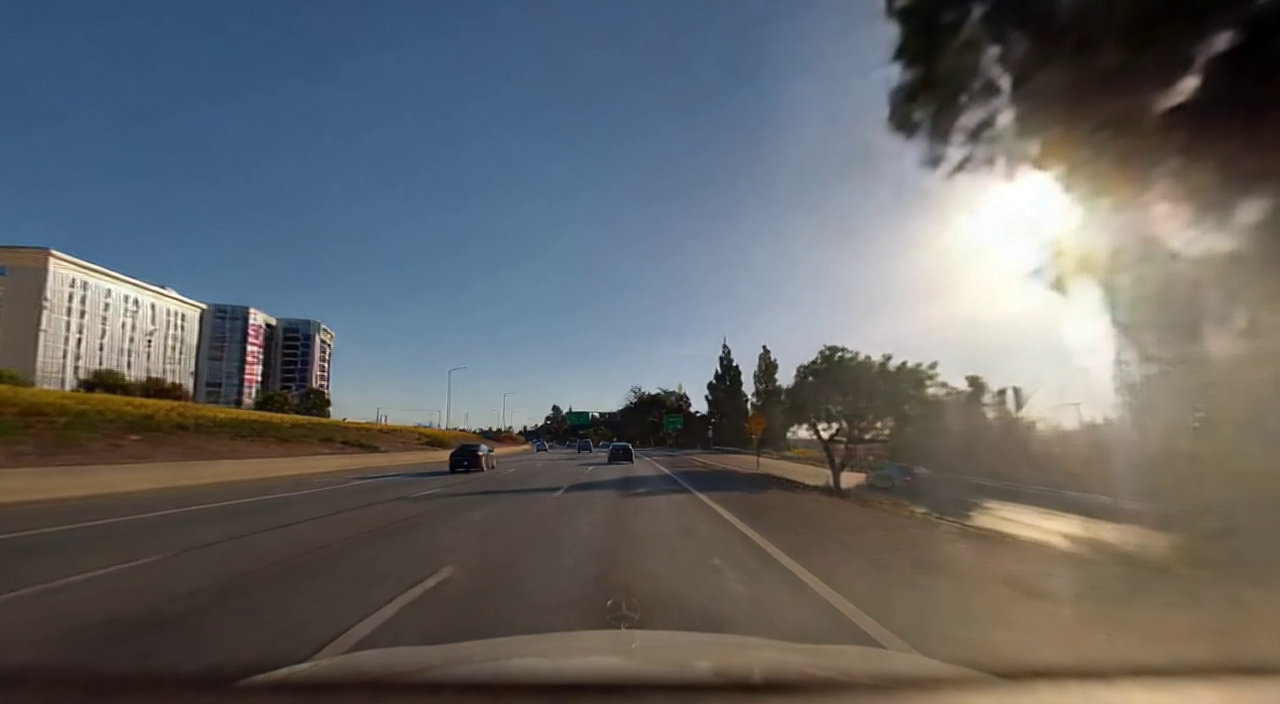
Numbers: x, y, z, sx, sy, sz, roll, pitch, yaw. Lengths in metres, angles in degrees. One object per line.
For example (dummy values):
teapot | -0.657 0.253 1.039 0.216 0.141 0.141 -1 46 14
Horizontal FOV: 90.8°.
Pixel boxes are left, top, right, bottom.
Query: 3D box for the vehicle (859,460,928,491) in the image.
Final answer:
vehicle | 16.102 7.813 40.323 2.023 1.782 4.193 2 -9 -11

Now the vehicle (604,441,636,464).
vehicle | -1.398 6.782 42.681 2.038 1.414 4.357 0 -9 -3

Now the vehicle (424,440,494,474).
vehicle | -8.323 4.872 29.484 2.009 1.454 4.250 0 -9 -1
